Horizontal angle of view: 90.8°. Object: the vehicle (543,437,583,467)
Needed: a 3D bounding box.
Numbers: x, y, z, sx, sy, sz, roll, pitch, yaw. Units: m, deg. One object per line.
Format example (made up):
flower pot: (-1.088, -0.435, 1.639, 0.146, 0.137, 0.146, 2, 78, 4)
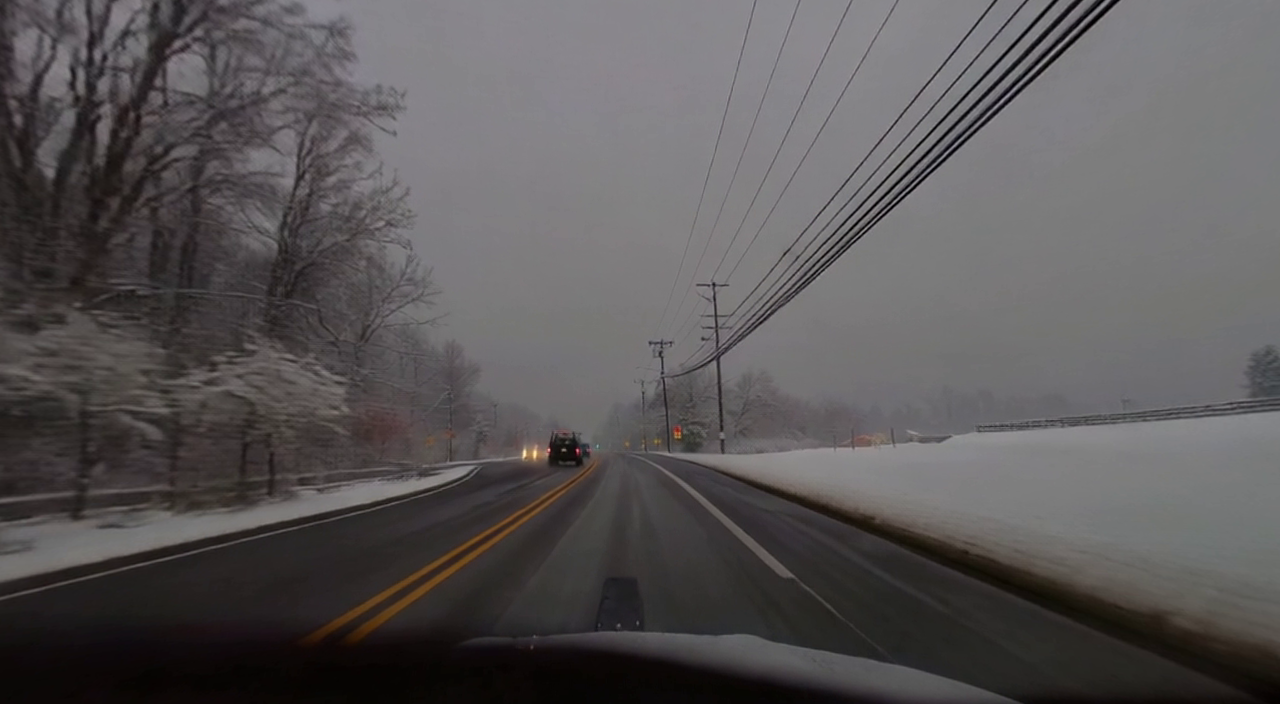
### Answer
vehicle: (-5.143, 6.800, 43.125, 2.246, 1.885, 5.275, 0, -8, -2)
